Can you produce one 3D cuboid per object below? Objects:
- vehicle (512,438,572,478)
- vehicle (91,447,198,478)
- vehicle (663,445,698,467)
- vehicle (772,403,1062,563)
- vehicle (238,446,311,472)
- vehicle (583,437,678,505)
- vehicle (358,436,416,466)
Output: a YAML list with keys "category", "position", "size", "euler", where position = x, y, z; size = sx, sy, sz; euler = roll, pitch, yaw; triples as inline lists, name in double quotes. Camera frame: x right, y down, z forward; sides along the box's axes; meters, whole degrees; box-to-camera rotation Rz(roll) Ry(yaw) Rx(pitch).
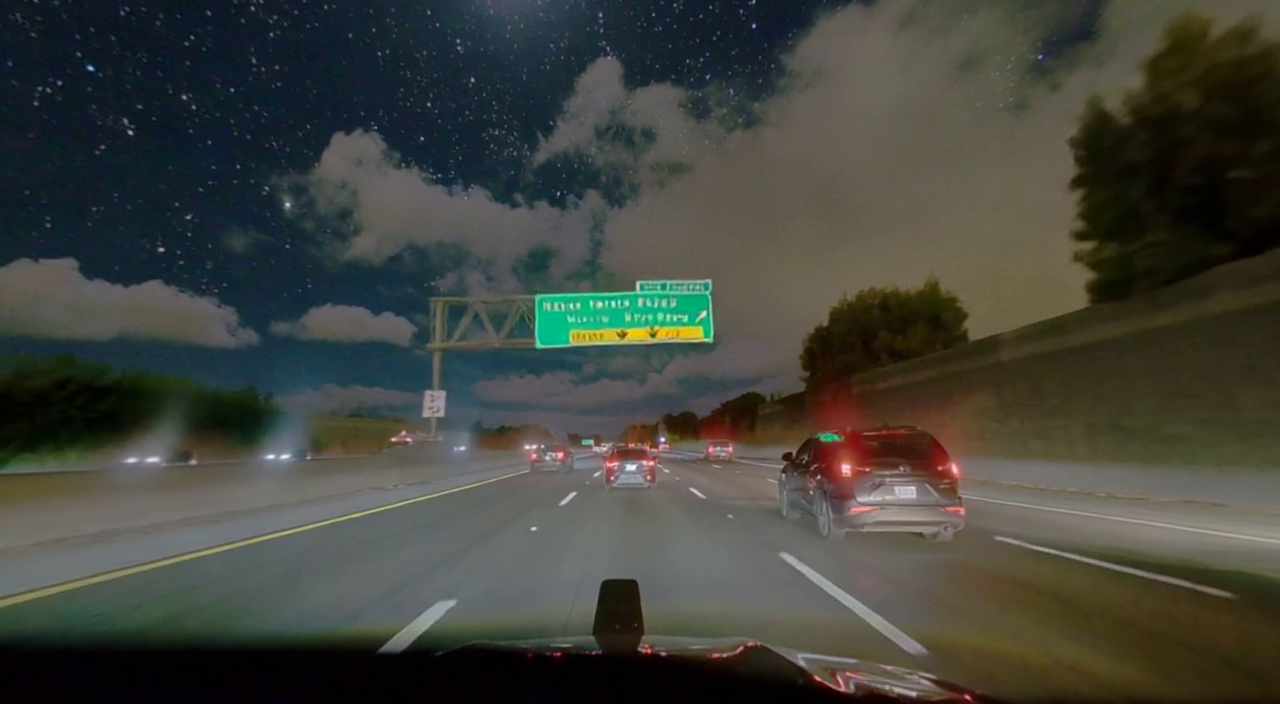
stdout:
- category: "vehicle"
  position: [-4.704, 5.192, 31.151]
  size: [2.218, 1.776, 5.031]
  euler: [0, -8, -1]
- category: "vehicle"
  position: [-26.187, 5.804, 33.635]
  size: [1.915, 1.491, 4.771]
  euler: [0, -8, -2]
- category: "vehicle"
  position: [2.829, 7.350, 44.952]
  size: [1.998, 1.490, 4.296]
  euler: [0, -8, -3]
- category: "vehicle"
  position: [3.635, 1.826, 9.558]
  size: [2.162, 1.800, 4.693]
  euler: [0, -8, -1]
- category: "vehicle"
  position: [-22.402, 6.559, 38.942]
  size: [2.141, 1.462, 4.057]
  euler: [0, -8, -2]
- category: "vehicle"
  position: [-0.264, 2.920, 15.941]
  size: [2.098, 1.475, 3.997]
  euler: [0, -8, -2]
- category: "vehicle"
  position: [-18.757, 7.383, 47.152]
  size: [2.233, 2.092, 5.457]
  euler: [0, -8, -3]
